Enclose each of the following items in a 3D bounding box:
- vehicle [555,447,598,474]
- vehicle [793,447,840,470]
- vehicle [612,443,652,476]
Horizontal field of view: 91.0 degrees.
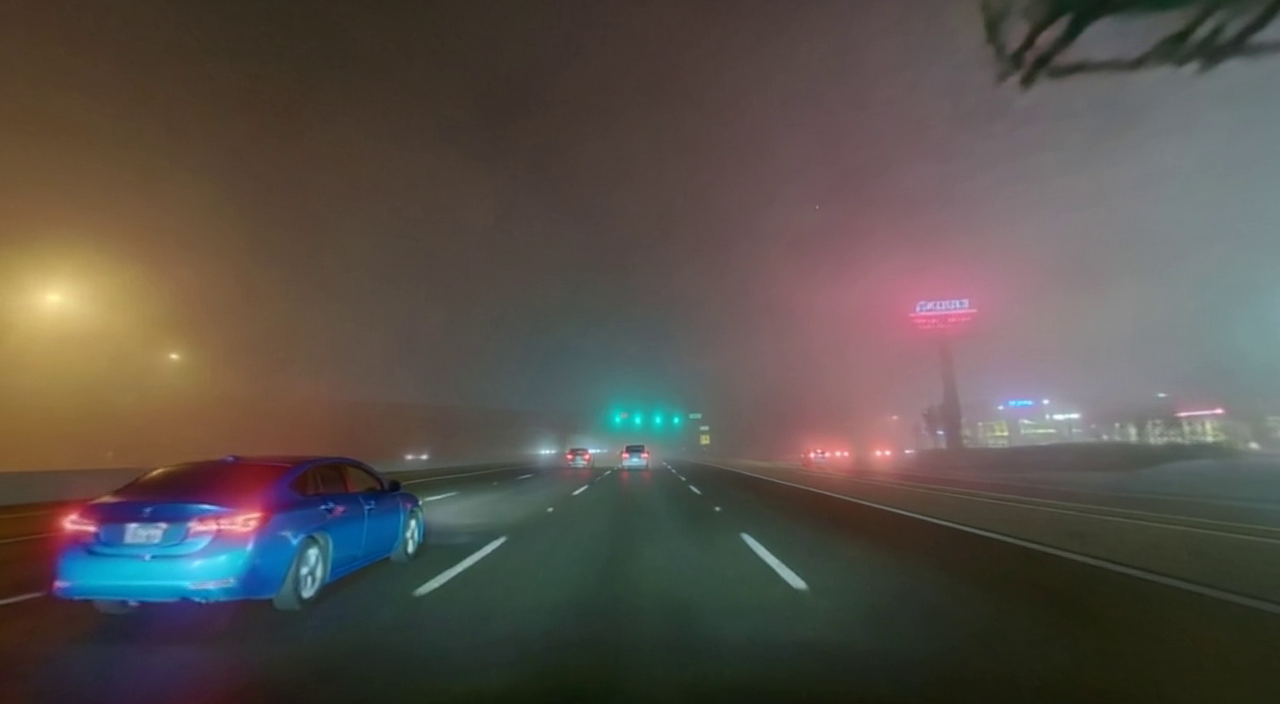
[{"bbox_3d":[-3.848,6.654,38.835,2.071,1.553,4.388,0,-9,2],"label":"vehicle"},{"bbox_3d":[13.864,8.376,49.749,2.246,1.760,4.640,0,-9,-1],"label":"vehicle"},{"bbox_3d":[-0.373,5.910,34.889,2.102,1.692,4.057,0,-9,1],"label":"vehicle"}]
